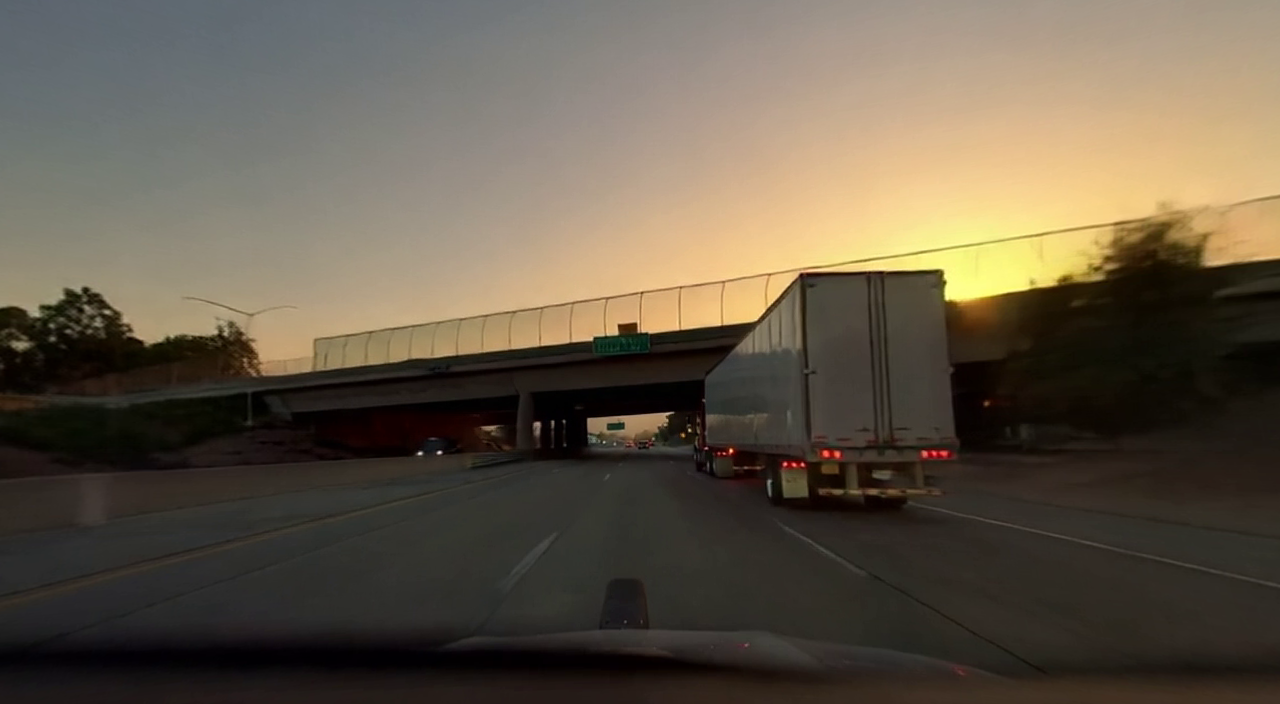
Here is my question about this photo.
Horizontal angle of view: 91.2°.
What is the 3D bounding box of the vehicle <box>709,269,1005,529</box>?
[{"bbox_3d":[4.119,1.736,16.974,2.933,4.100,14.317,0,-8,0],"label":"vehicle"}]
